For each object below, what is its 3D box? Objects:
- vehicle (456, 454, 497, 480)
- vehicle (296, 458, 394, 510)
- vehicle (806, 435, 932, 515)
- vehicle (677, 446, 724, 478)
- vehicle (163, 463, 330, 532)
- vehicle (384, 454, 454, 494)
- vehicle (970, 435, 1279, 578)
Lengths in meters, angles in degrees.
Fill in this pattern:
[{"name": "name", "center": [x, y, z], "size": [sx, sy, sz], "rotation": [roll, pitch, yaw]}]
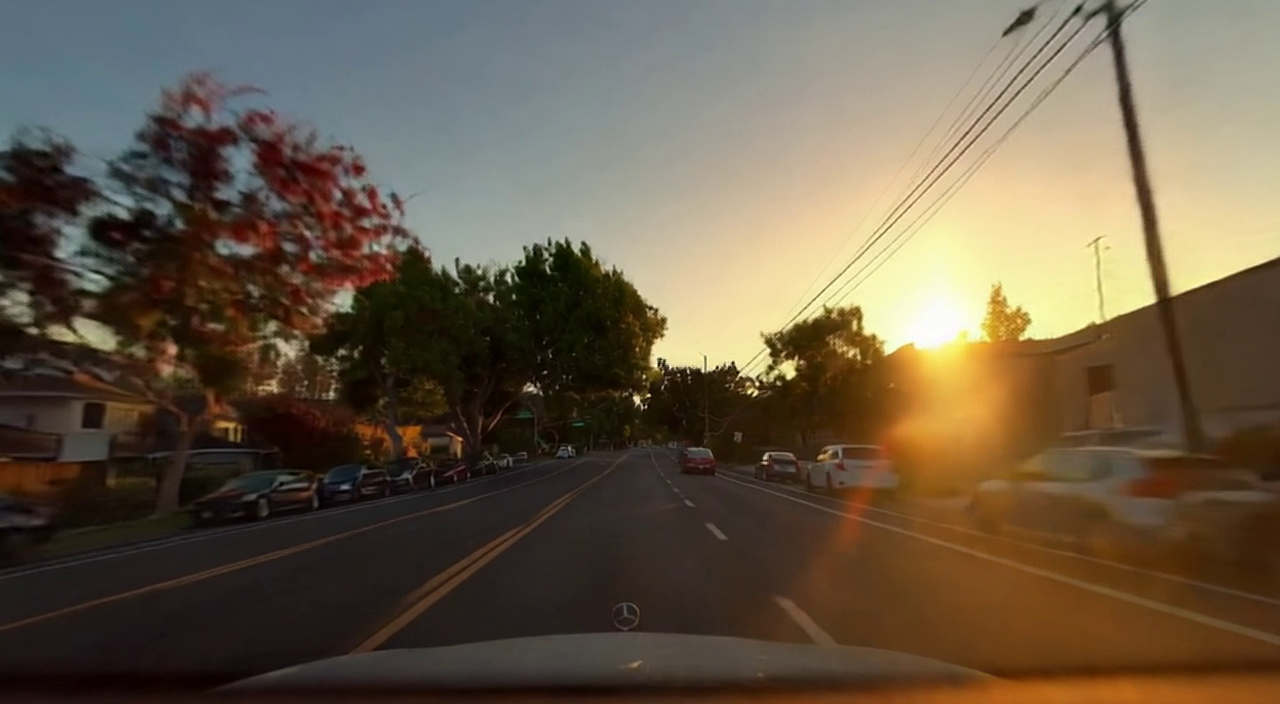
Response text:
[{"name": "vehicle", "center": [-12.232, 8.614, 47.587], "size": [2.032, 1.773, 4.471], "rotation": [0, -8, -2]}, {"name": "vehicle", "center": [-11.629, 5.199, 25.255], "size": [1.921, 1.770, 4.265], "rotation": [0, -8, -1]}, {"name": "vehicle", "center": [7.237, 3.898, 20.659], "size": [2.081, 2.286, 4.941], "rotation": [0, -8, -2]}, {"name": "vehicle", "center": [3.191, 5.924, 34.373], "size": [1.951, 1.620, 4.582], "rotation": [0, -8, -2]}, {"name": "vehicle", "center": [-11.771, 4.339, 19.458], "size": [1.888, 1.668, 5.052], "rotation": [0, -8, 0]}, {"name": "vehicle", "center": [-11.524, 6.356, 33.353], "size": [2.049, 1.848, 4.693], "rotation": [0, -8, -1]}, {"name": "vehicle", "center": [7.549, 2.248, 10.129], "size": [1.979, 1.754, 4.370], "rotation": [0, -8, -3]}]
